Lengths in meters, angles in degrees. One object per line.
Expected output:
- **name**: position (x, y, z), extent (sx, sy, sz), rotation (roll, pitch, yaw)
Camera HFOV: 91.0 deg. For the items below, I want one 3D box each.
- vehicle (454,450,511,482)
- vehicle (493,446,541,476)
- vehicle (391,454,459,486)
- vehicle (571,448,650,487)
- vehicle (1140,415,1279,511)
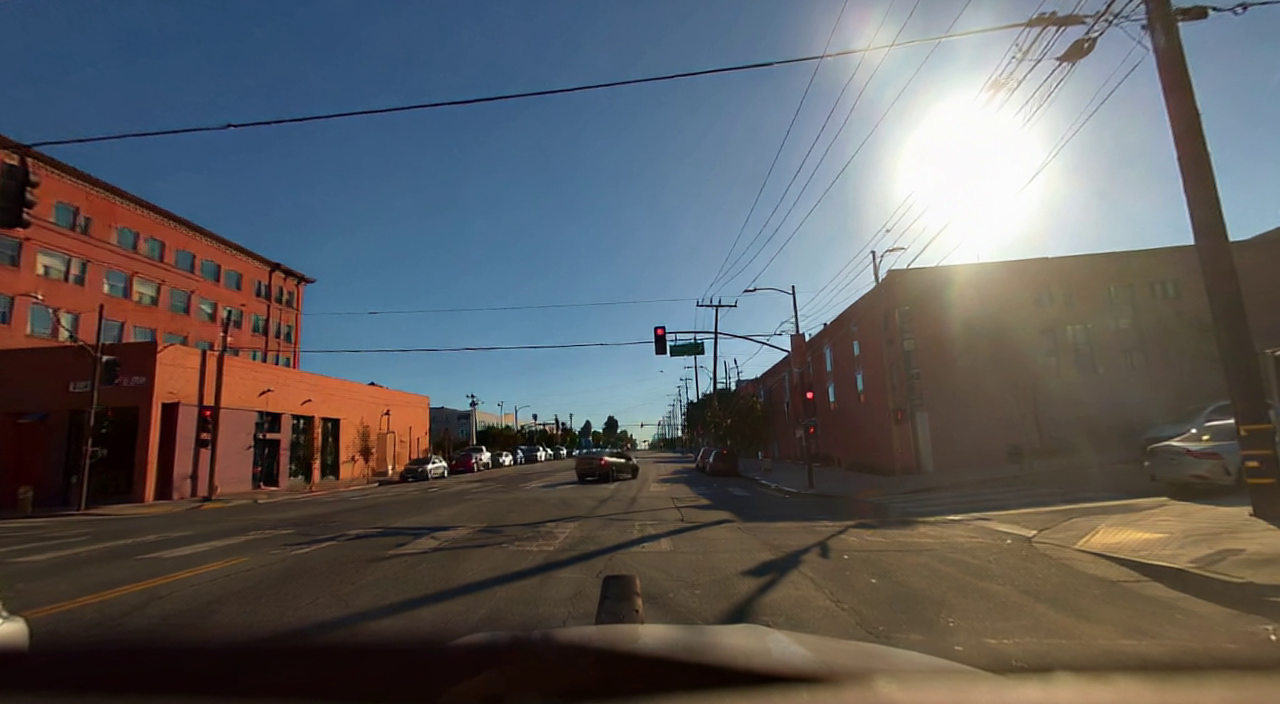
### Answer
- **vehicle**: position (-8.721, 6.329, 35.295), extent (2.020, 1.672, 3.842), rotation (0, -9, 3)
- **vehicle**: position (-8.233, 7.322, 42.621), extent (2.096, 1.830, 4.752), rotation (0, -9, 2)
- **vehicle**: position (-12.029, 6.608, 35.596), extent (1.943, 1.574, 4.727), rotation (0, -9, 3)
- **vehicle**: position (-1.311, 5.422, 29.963), extent (2.120, 1.650, 4.525), rotation (-3, -9, 20)
- **vehicle**: position (12.659, 2.199, 12.767), extent (3.234, 1.746, 1.941), rotation (-2, -10, 1)
